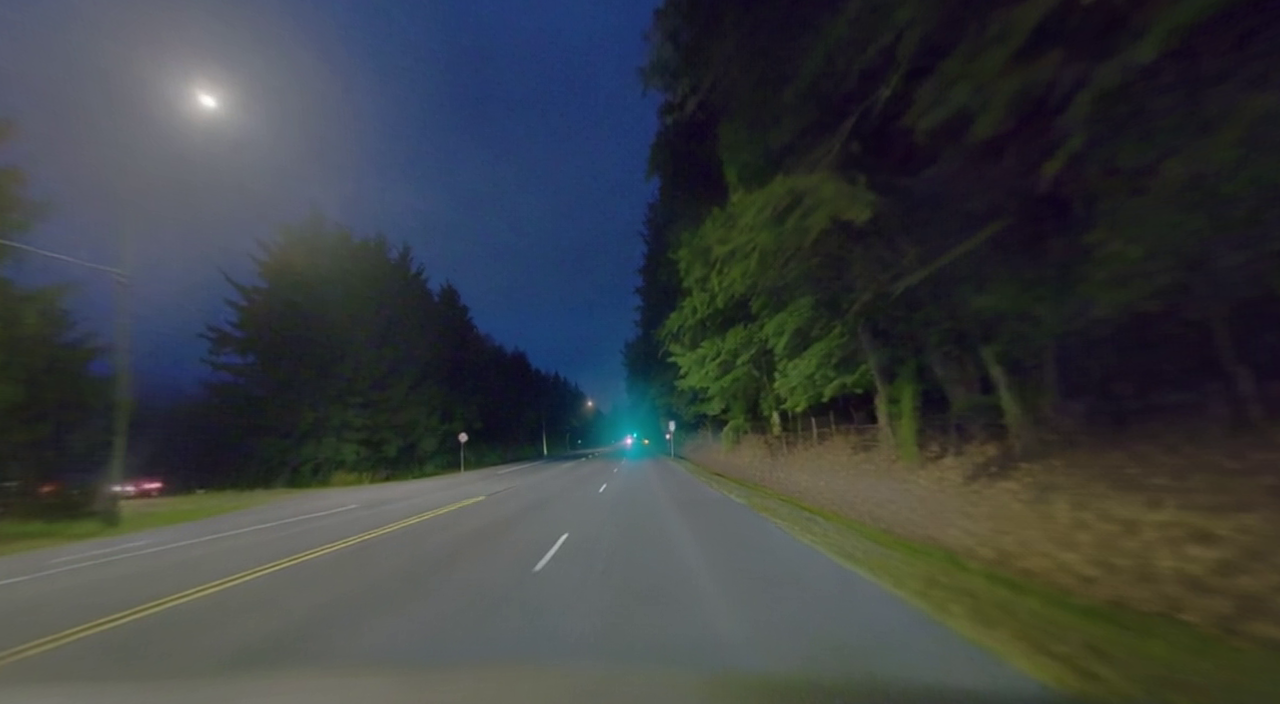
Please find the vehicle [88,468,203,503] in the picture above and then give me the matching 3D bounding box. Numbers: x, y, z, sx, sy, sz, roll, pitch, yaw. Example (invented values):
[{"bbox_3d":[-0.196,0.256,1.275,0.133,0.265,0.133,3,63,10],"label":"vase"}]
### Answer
[{"bbox_3d":[-23.649,6.398,30.342,3.850,1.521,1.967,0,-8,0],"label":"vehicle"}]
